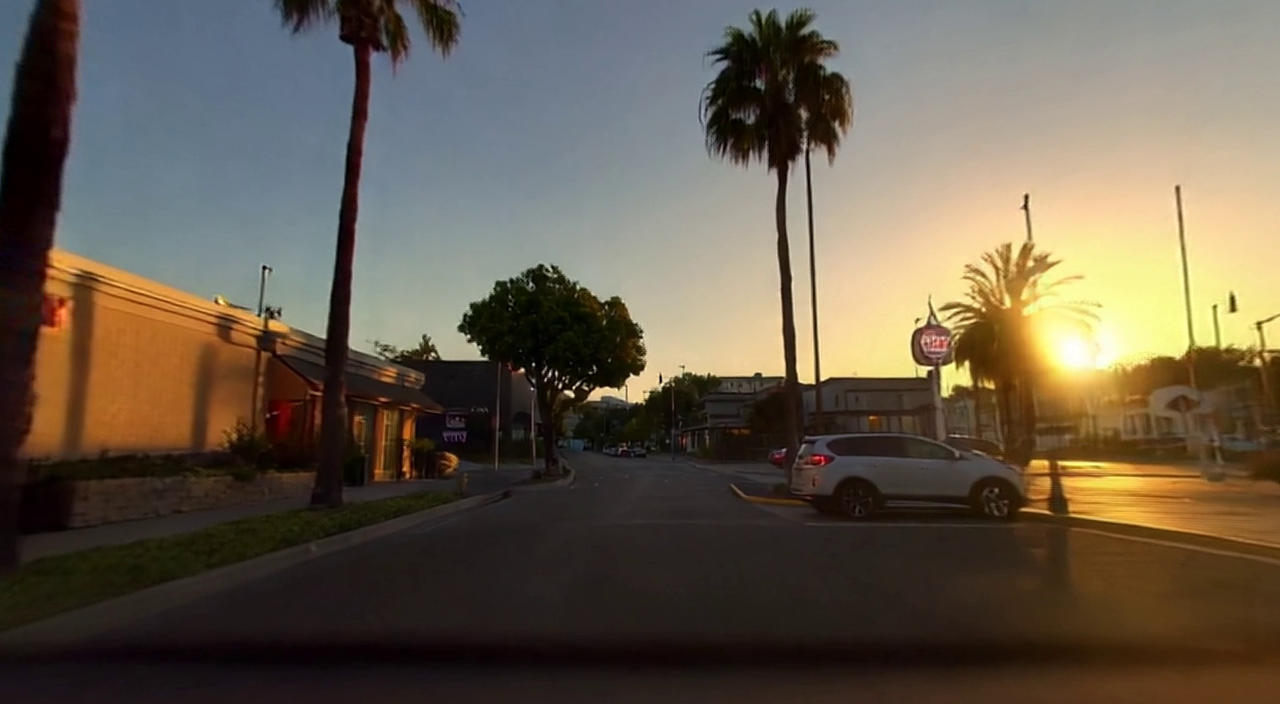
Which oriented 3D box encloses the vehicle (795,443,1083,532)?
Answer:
[{"bbox_3d":[5.731,2.592,12.515,4.742,1.506,1.919,0,-8,-5],"label":"vehicle"}]
